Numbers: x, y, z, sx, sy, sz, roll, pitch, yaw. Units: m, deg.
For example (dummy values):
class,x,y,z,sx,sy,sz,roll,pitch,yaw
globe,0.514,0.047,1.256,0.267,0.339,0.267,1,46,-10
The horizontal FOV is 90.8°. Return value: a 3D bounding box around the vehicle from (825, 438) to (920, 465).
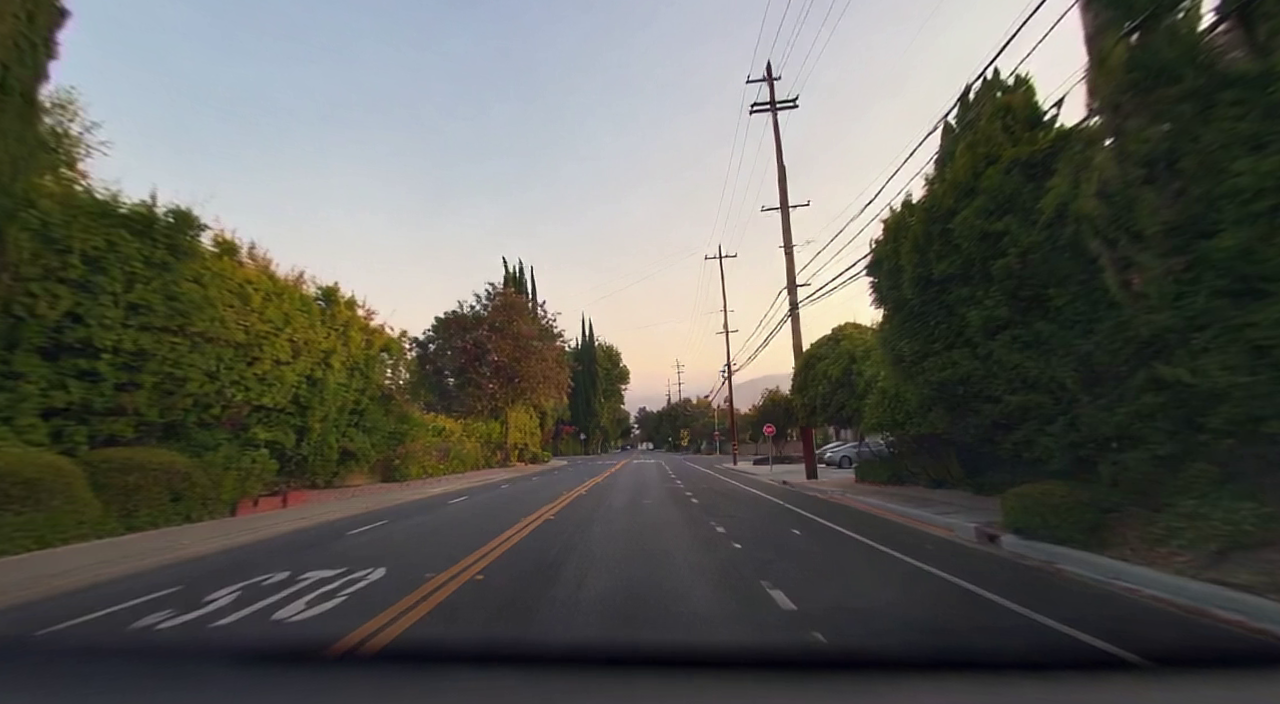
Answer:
class,x,y,z,sx,sy,sz,roll,pitch,yaw
vehicle,13.239,5.682,36.195,4.650,1.484,1.929,0,-9,0
